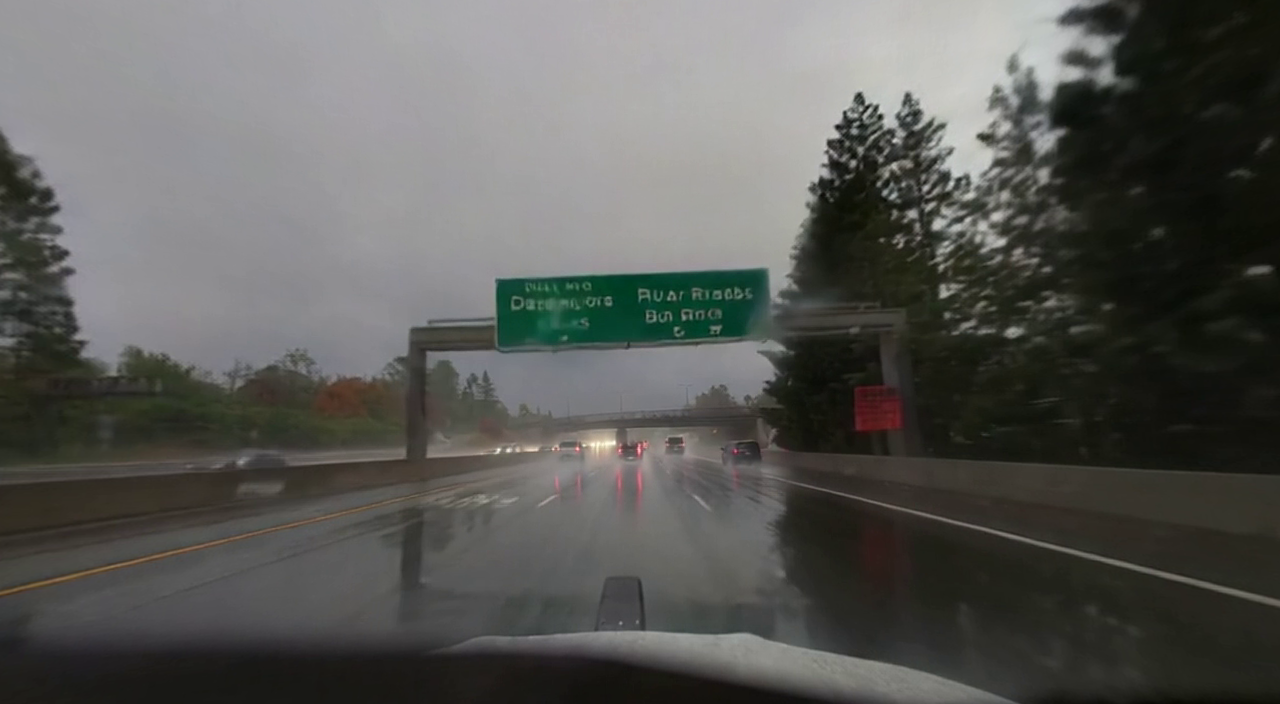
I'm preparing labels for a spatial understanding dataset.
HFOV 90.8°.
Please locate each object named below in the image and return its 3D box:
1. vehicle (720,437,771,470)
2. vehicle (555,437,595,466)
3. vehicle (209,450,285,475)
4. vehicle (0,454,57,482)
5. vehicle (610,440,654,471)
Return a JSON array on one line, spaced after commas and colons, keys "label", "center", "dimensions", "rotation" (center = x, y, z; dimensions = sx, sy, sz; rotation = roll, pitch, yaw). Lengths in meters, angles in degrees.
[{"label": "vehicle", "center": [5.514, 5.350, 33.461], "dimensions": [1.936, 1.625, 3.991], "rotation": [0, -8, -1]}, {"label": "vehicle", "center": [-4.258, 6.572, 41.899], "dimensions": [2.113, 1.756, 4.471], "rotation": [0, -8, 1]}, {"label": "vehicle", "center": [-24.972, 6.994, 40.355], "dimensions": [1.844, 1.474, 4.668], "rotation": [0, -8, 0]}, {"label": "vehicle", "center": [-43.427, 8.046, 43.980], "dimensions": [2.025, 1.761, 4.758], "rotation": [2, -9, -15]}, {"label": "vehicle", "center": [-0.399, 5.274, 32.390], "dimensions": [2.075, 1.486, 4.007], "rotation": [0, -8, 0]}]
